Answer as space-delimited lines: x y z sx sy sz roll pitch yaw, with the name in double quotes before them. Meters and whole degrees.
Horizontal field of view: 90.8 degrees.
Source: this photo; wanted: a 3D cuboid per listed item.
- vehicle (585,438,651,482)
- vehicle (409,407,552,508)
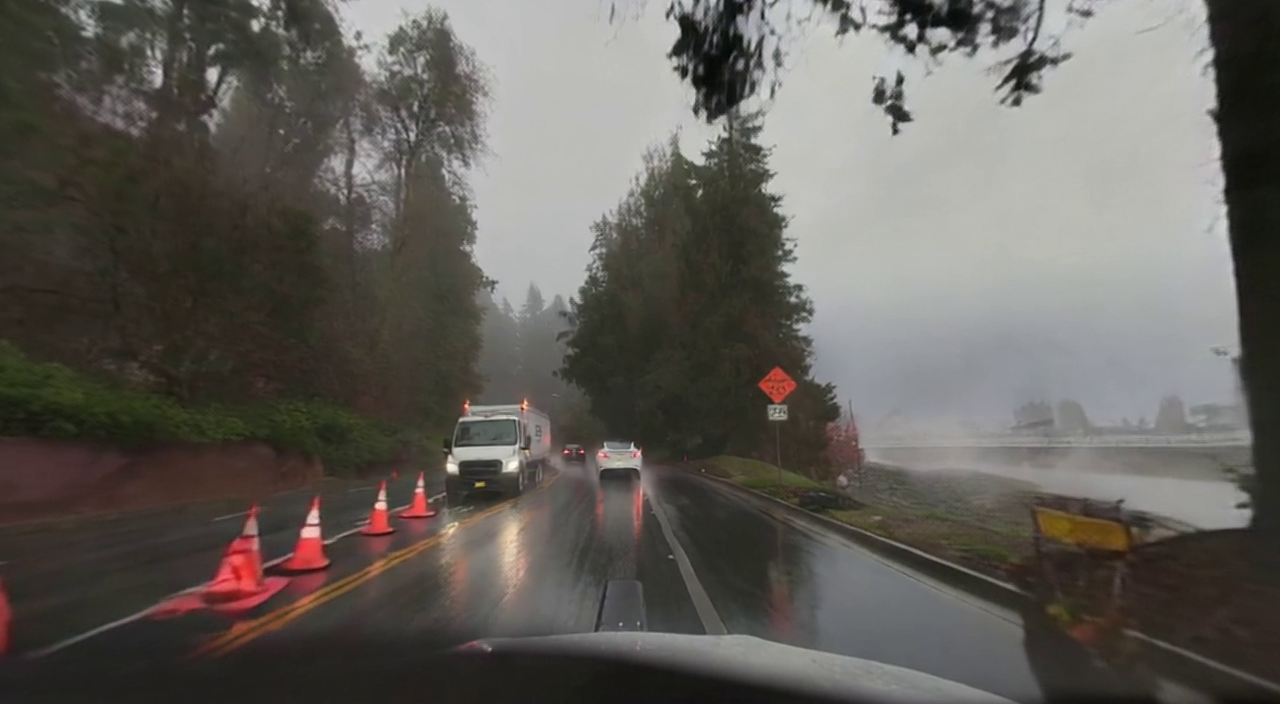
"vehicle" -0.863 3.931 23.346 2.186 1.463 4.356 0 -8 -4
"vehicle" -3.700 2.618 16.140 2.671 2.053 6.074 1 -8 -6
